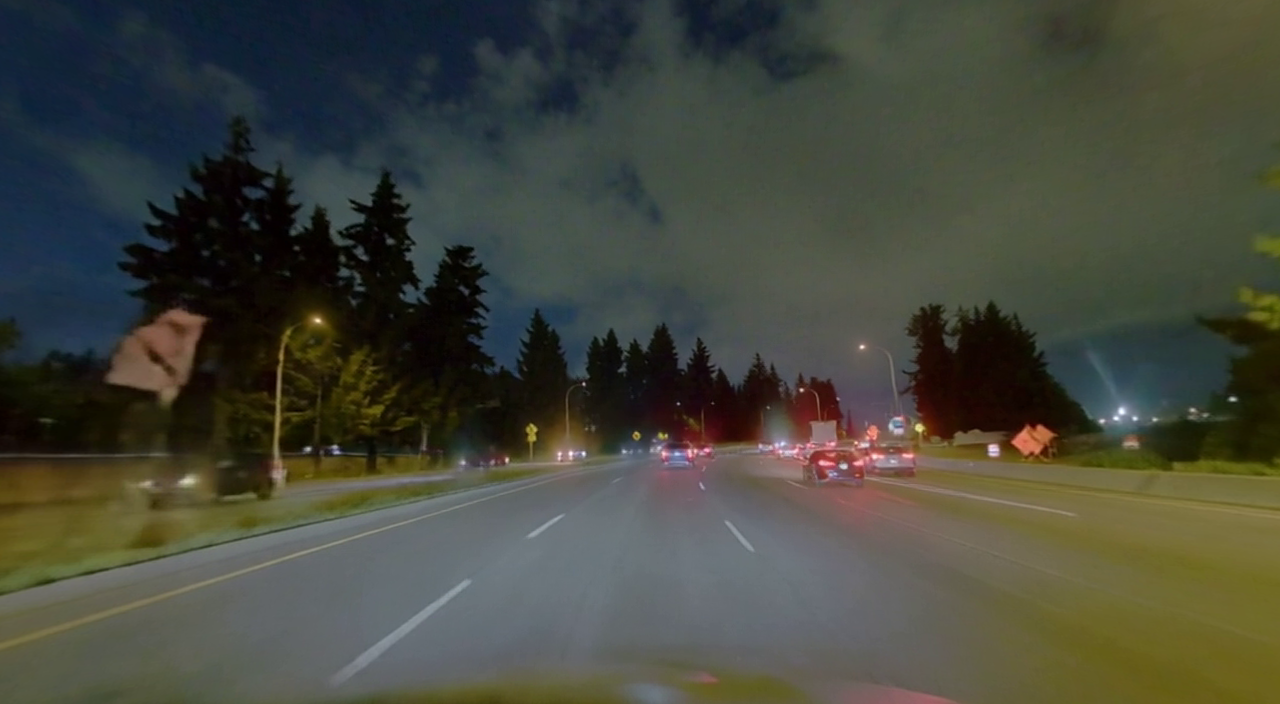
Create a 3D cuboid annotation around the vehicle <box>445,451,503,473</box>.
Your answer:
[{"bbox_3d":[-11.607,7.721,44.643,2.205,1.446,4.840,-1,-9,8],"label":"vehicle"}]

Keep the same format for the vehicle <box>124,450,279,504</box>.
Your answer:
[{"bbox_3d":[-14.966,4.257,21.965,1.913,1.610,4.549,-1,-8,4],"label":"vehicle"}]

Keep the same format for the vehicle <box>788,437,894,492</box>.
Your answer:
[{"bbox_3d":[5.898,3.337,19.115,2.044,1.474,4.083,0,-8,3],"label":"vehicle"}]

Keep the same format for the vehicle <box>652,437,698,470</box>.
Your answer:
[{"bbox_3d":[2.020,5.613,35.114,2.201,1.676,4.541,-1,-8,7],"label":"vehicle"}]
